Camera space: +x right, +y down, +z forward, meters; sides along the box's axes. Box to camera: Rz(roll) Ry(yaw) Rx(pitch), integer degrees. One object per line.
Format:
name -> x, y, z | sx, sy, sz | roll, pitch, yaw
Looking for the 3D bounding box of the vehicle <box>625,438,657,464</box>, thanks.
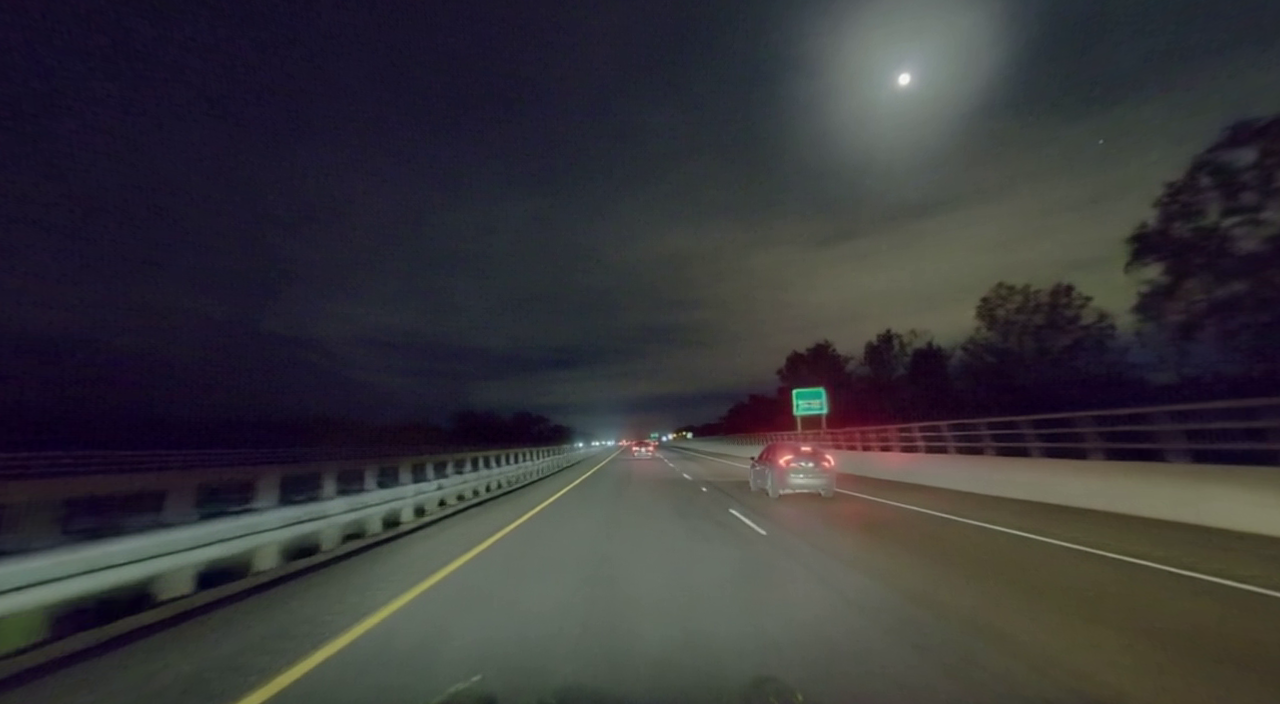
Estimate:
vehicle -> 0.035, 6.790, 43.234 | 2.059, 1.696, 4.165 | 0, -8, -1
